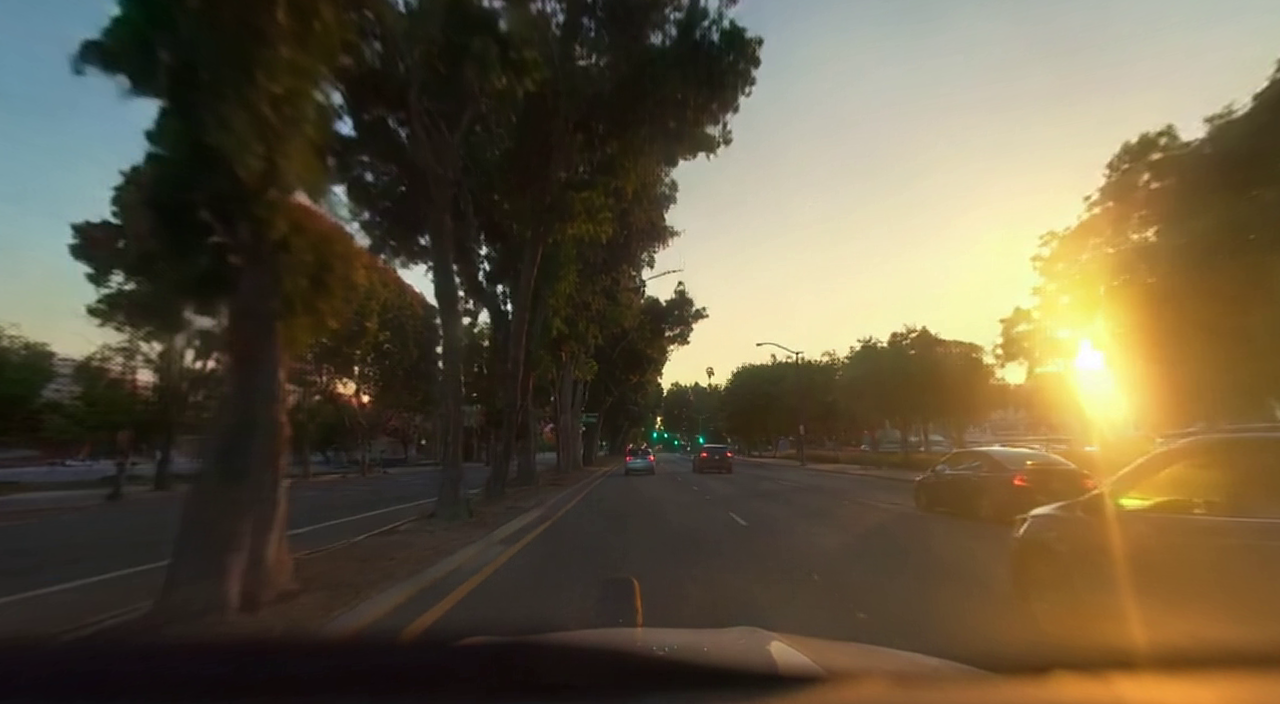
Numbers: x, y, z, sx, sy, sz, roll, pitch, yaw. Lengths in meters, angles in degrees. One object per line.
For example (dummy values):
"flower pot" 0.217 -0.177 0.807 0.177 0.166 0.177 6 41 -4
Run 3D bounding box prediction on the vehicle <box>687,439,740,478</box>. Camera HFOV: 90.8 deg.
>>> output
"vehicle" 3.616 5.316 31.782 2.036 1.757 4.300 0 -9 -1

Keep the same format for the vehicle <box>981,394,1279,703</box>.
"vehicle" 3.754 1.015 3.130 1.937 1.538 3.832 0 -9 0

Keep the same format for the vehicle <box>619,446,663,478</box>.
"vehicle" 0.038 5.375 31.135 2.054 1.446 3.969 0 -9 0
